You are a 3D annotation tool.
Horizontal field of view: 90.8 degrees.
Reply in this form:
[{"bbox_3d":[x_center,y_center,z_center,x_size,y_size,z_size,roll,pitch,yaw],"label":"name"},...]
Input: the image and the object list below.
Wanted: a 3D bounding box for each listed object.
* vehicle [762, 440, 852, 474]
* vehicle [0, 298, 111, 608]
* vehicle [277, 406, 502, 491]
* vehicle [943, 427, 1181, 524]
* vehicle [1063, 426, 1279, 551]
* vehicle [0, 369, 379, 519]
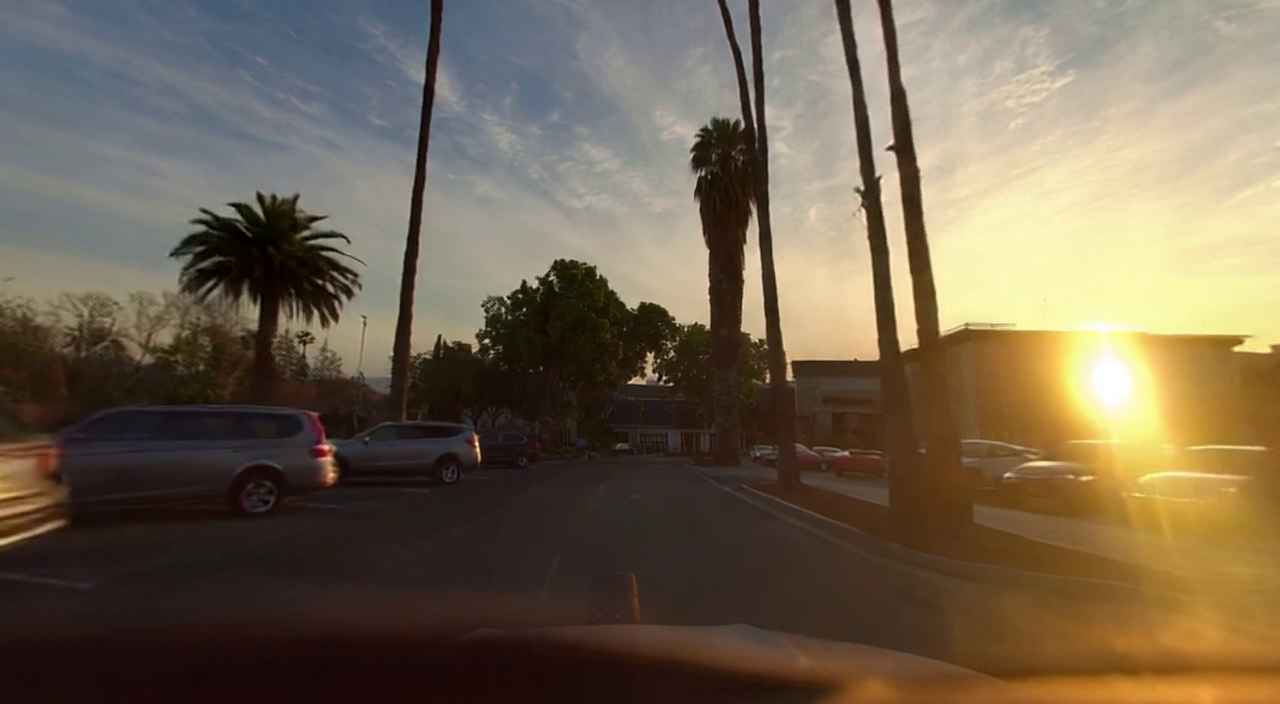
[{"bbox_3d":[9.565,6.046,36.187,4.758,1.759,2.068,6,-11,-27],"label":"vehicle"},{"bbox_3d":[-6.507,0.554,3.317,5.210,1.834,2.281,5,-10,-28],"label":"vehicle"},{"bbox_3d":[-6.088,2.388,15.661,4.763,1.801,2.013,6,-11,-34],"label":"vehicle"},{"bbox_3d":[9.469,2.674,14.162,4.916,1.814,2.232,5,-10,-28],"label":"vehicle"},{"bbox_3d":[9.850,2.261,11.074,4.509,1.759,2.077,5,-10,-29],"label":"vehicle"},{"bbox_3d":[-6.539,1.431,9.680,4.302,1.804,2.060,6,-11,-32],"label":"vehicle"}]
